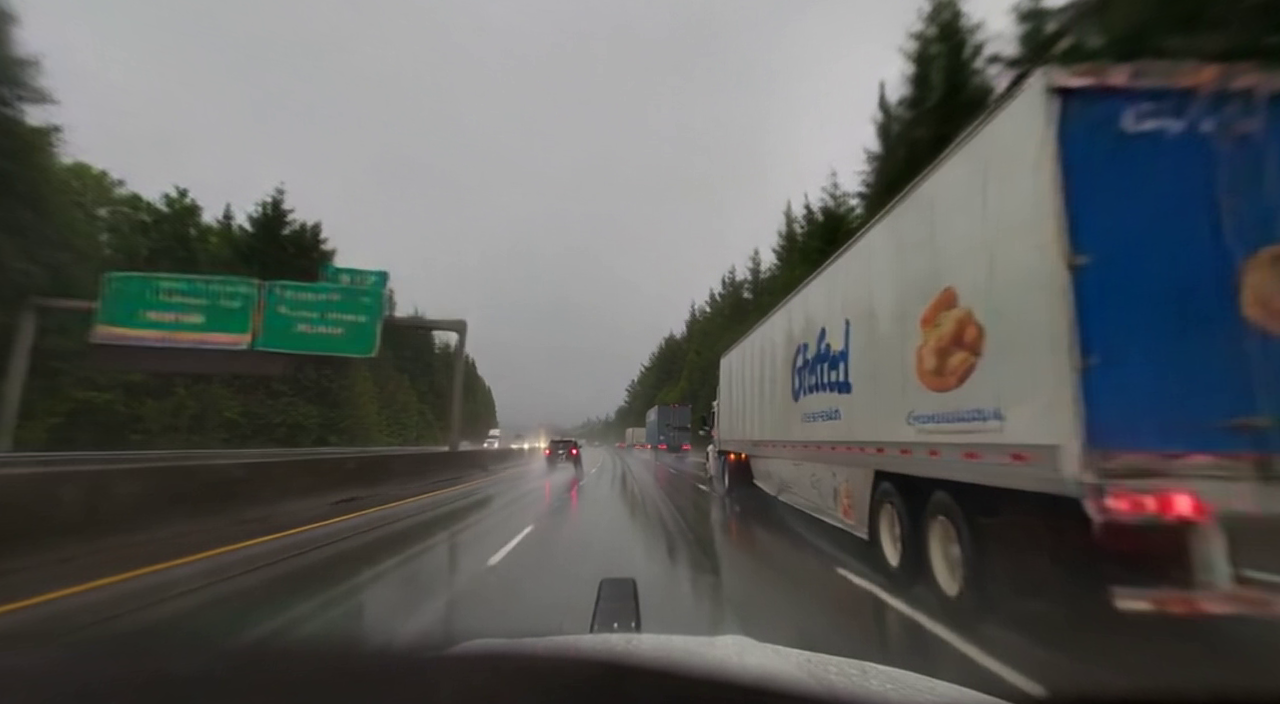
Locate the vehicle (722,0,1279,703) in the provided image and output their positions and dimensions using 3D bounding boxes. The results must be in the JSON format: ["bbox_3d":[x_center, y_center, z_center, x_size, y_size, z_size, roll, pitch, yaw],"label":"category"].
[{"bbox_3d":[3.735,0.600,9.002,2.948,4.045,13.051,0,-8,-2],"label":"vehicle"}]

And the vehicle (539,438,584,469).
[{"bbox_3d":[-4.433,5.810,36.224,2.206,1.644,4.027,0,-8,-2],"label":"vehicle"}]
